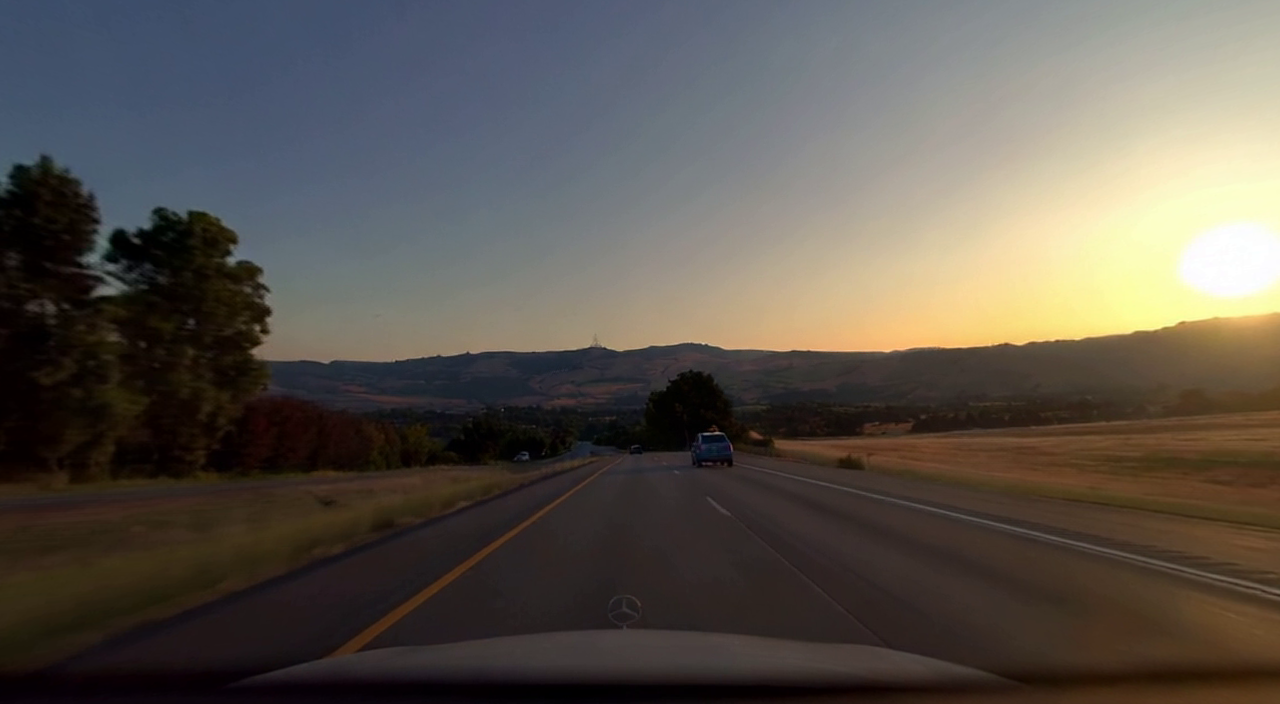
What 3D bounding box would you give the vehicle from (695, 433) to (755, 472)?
[{"bbox_3d":[3.800,4.594,28.960,2.157,1.640,4.056,0,-9,0],"label":"vehicle"}]
